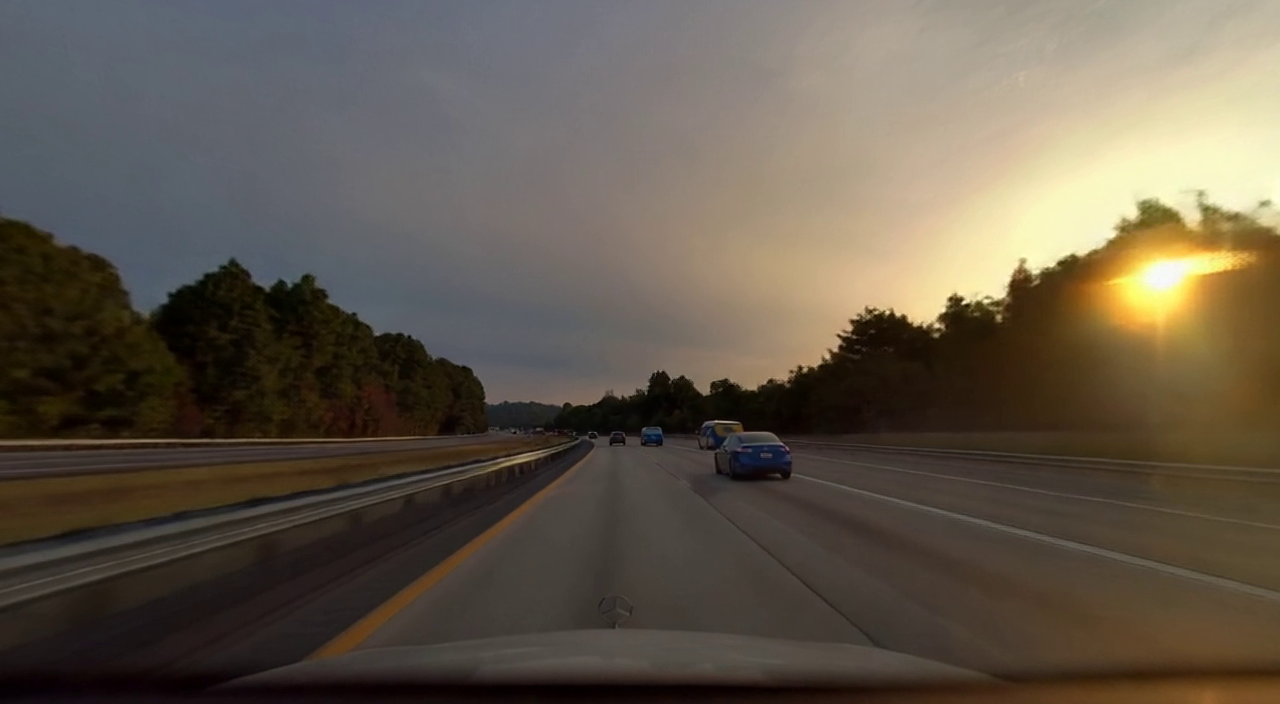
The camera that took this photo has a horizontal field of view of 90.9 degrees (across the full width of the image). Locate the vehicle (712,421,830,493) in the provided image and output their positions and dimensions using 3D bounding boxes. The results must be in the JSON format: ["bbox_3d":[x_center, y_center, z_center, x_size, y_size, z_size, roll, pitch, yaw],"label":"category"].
[{"bbox_3d":[3.117,2.584,15.889,2.002,1.569,3.845,0,-8,-2],"label":"vehicle"}]
